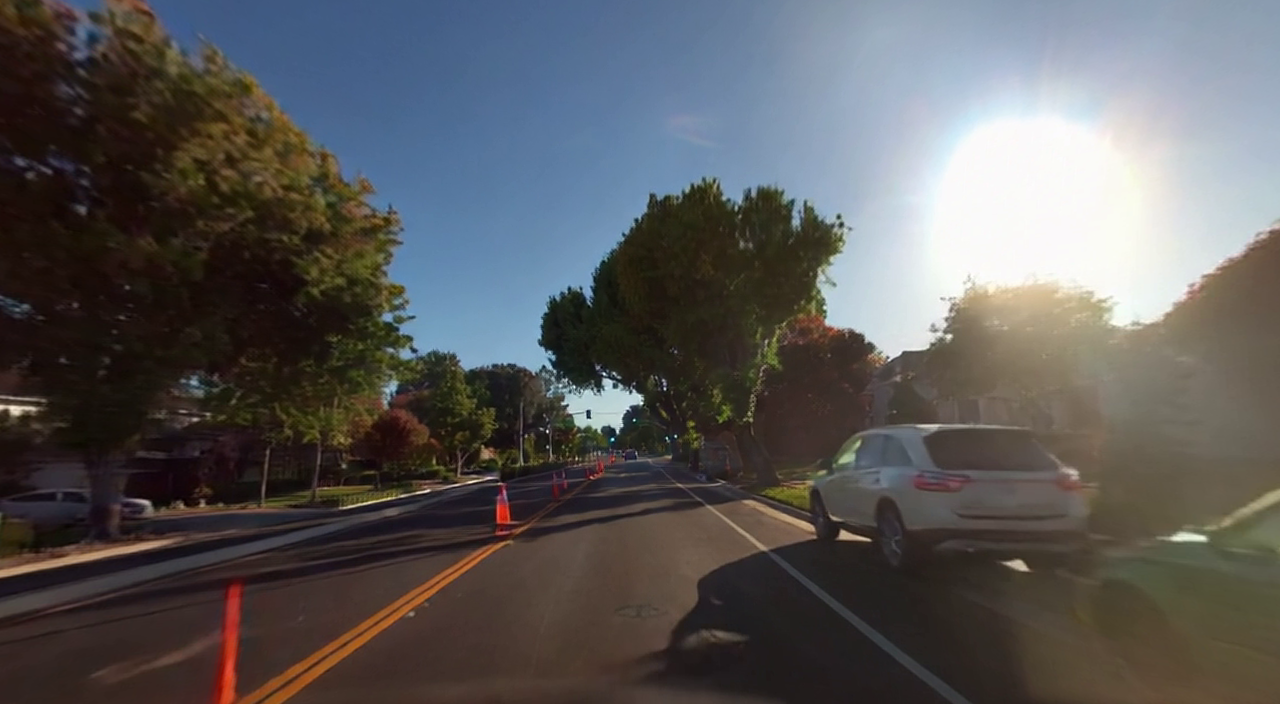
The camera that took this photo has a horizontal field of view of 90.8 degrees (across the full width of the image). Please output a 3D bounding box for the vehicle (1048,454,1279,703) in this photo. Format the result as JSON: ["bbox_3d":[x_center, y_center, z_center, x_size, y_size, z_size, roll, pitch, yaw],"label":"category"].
[{"bbox_3d":[4.151,1.100,2.521,1.928,1.333,4.586,0,-9,-1],"label":"vehicle"}]

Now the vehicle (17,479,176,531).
[{"bbox_3d":[-20.282,5.706,23.970,2.015,1.444,4.958,-1,-9,-6],"label":"vehicle"}]

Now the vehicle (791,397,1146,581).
[{"bbox_3d":[4.097,1.833,9.239,2.255,1.914,4.967,0,-9,-3],"label":"vehicle"}]

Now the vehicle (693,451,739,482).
[{"bbox_3d":[3.835,5.854,32.584,1.870,1.441,4.539,-1,-9,1],"label":"vehicle"}]
